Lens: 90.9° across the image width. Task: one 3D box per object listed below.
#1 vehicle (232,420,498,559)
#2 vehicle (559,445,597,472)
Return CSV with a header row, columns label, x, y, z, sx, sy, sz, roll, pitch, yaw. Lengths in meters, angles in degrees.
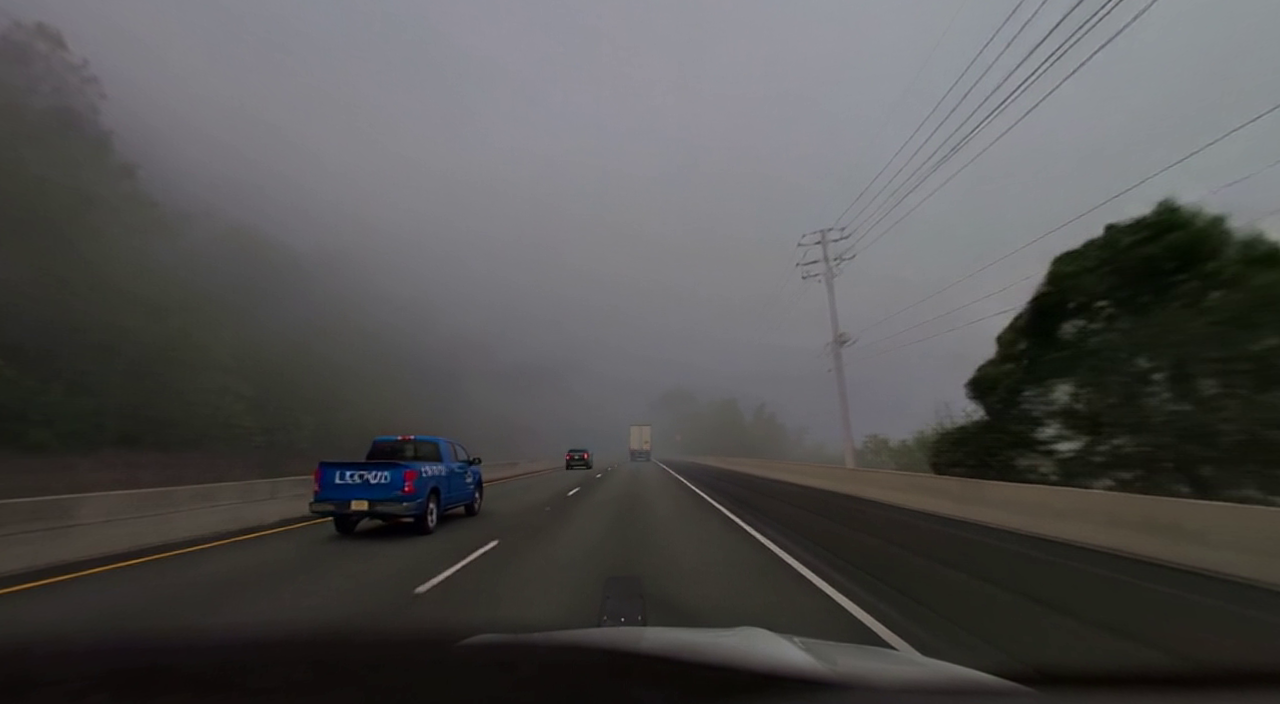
label,x,y,z,sx,sy,sz,roll,pitch,yaw
vehicle,-3.961,2.077,10.327,2.049,1.697,4.998,0,-9,1
vehicle,-4.222,7.257,43.287,2.111,1.735,4.066,0,-9,1
